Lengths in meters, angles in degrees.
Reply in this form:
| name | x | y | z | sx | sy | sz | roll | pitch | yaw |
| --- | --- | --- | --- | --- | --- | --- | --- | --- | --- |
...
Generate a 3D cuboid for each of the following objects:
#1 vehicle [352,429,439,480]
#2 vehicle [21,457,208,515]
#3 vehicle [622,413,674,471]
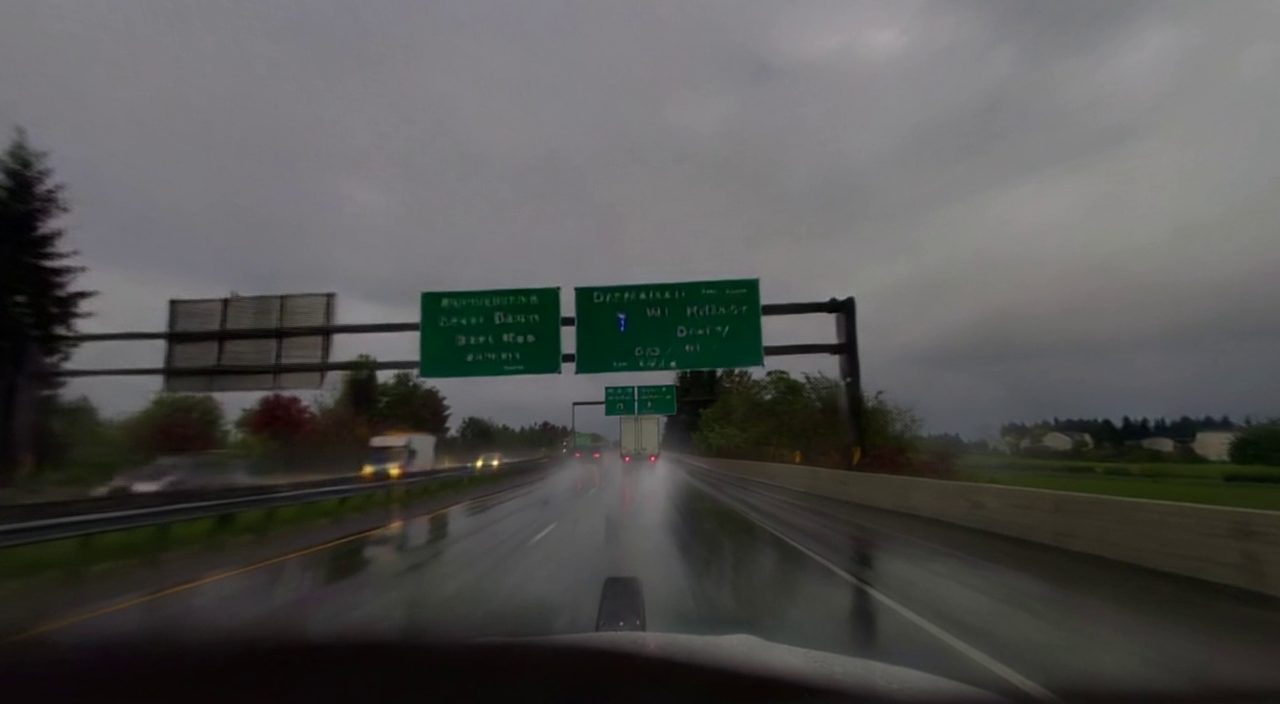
| name | x | y | z | sx | sy | sz | roll | pitch | yaw |
| --- | --- | --- | --- | --- | --- | --- | --- | --- | --- |
| vehicle | -12.583 | 5.352 | 32.998 | 2.240 | 2.396 | 5.777 | 0 | -9 | 0 |
| vehicle | -15.402 | 3.911 | 18.899 | 1.788 | 1.457 | 4.431 | 0 | -9 | 0 |
| vehicle | 0.326 | 7.233 | 49.883 | 3.341 | 3.725 | 18.015 | 0 | -9 | -1 |
